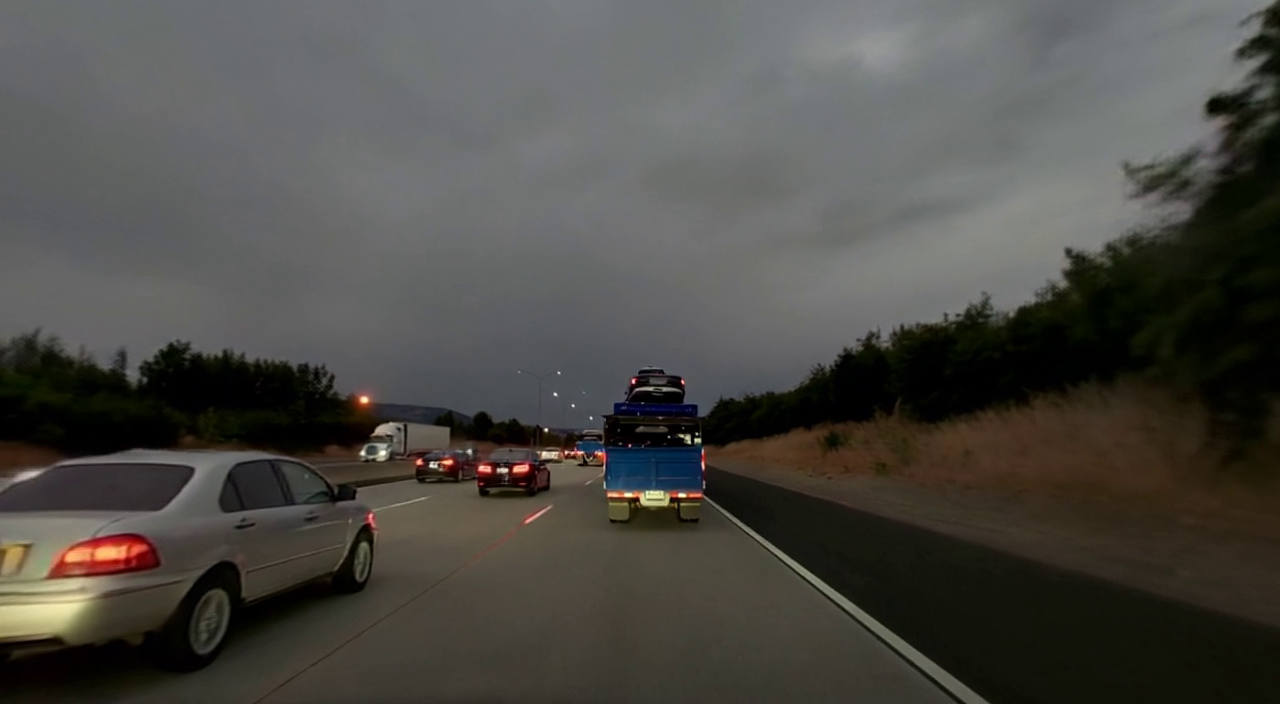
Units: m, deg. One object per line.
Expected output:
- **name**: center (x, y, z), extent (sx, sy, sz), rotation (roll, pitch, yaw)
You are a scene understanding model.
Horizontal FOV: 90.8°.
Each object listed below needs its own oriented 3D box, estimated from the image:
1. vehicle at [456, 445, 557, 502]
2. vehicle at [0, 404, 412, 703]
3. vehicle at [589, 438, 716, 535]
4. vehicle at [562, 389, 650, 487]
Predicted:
- **vehicle**: center (-3.809, 3.536, 18.832), extent (1.947, 1.470, 4.526), rotation (0, -9, 1)
- **vehicle**: center (-3.359, 1.249, 4.373), extent (2.149, 1.497, 3.753), rotation (0, -9, 0)
- **vehicle**: center (0.171, 2.394, 11.749), extent (1.991, 1.507, 3.391), rotation (0, -9, -1)
- **vehicle**: center (-2.319, 4.620, 32.959), extent (3.019, 3.757, 16.692), rotation (1, -9, -8)
